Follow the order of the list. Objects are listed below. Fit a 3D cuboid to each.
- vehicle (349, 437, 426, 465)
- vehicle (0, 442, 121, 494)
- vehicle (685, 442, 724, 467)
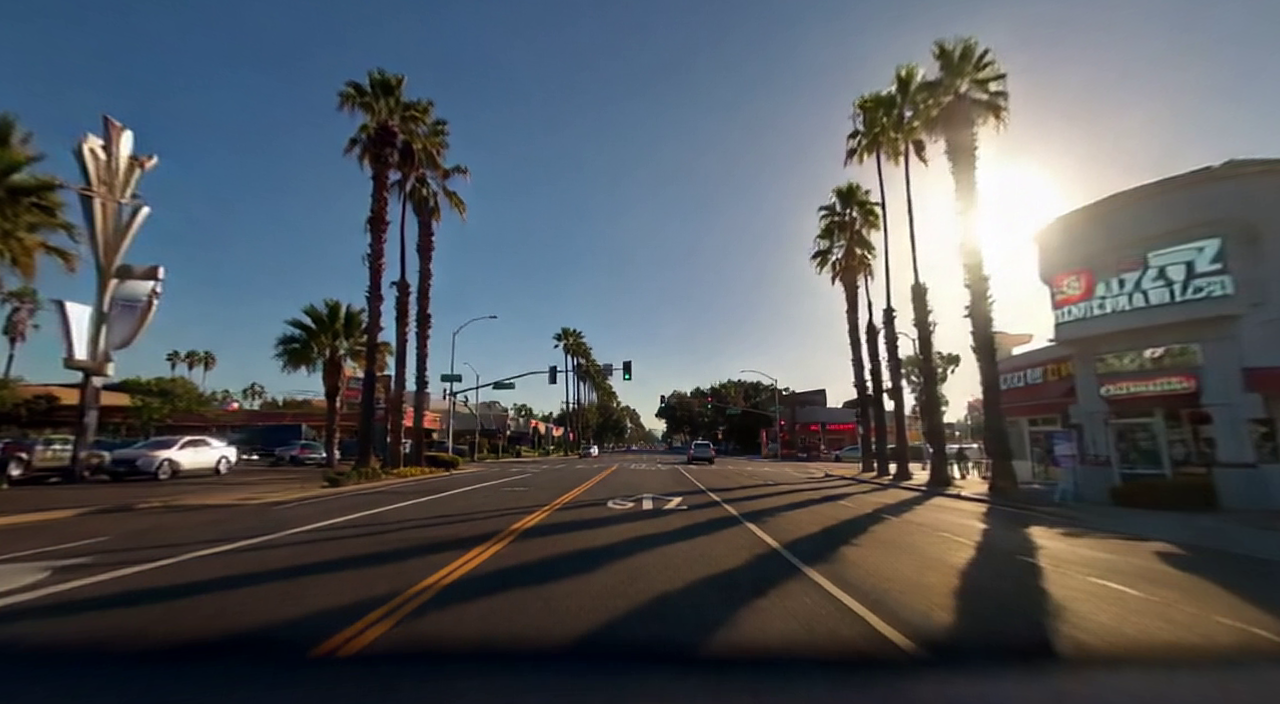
[{"bbox_3d":[-19.326,7.596,48.296,4.901,2.064,2.296,0,-8,1],"label":"vehicle"},{"bbox_3d":[-18.491,3.415,18.745,4.277,1.453,1.913,0,-9,-1],"label":"vehicle"},{"bbox_3d":[4.165,6.701,41.372,2.065,1.507,4.225,0,-9,-1],"label":"vehicle"}]
